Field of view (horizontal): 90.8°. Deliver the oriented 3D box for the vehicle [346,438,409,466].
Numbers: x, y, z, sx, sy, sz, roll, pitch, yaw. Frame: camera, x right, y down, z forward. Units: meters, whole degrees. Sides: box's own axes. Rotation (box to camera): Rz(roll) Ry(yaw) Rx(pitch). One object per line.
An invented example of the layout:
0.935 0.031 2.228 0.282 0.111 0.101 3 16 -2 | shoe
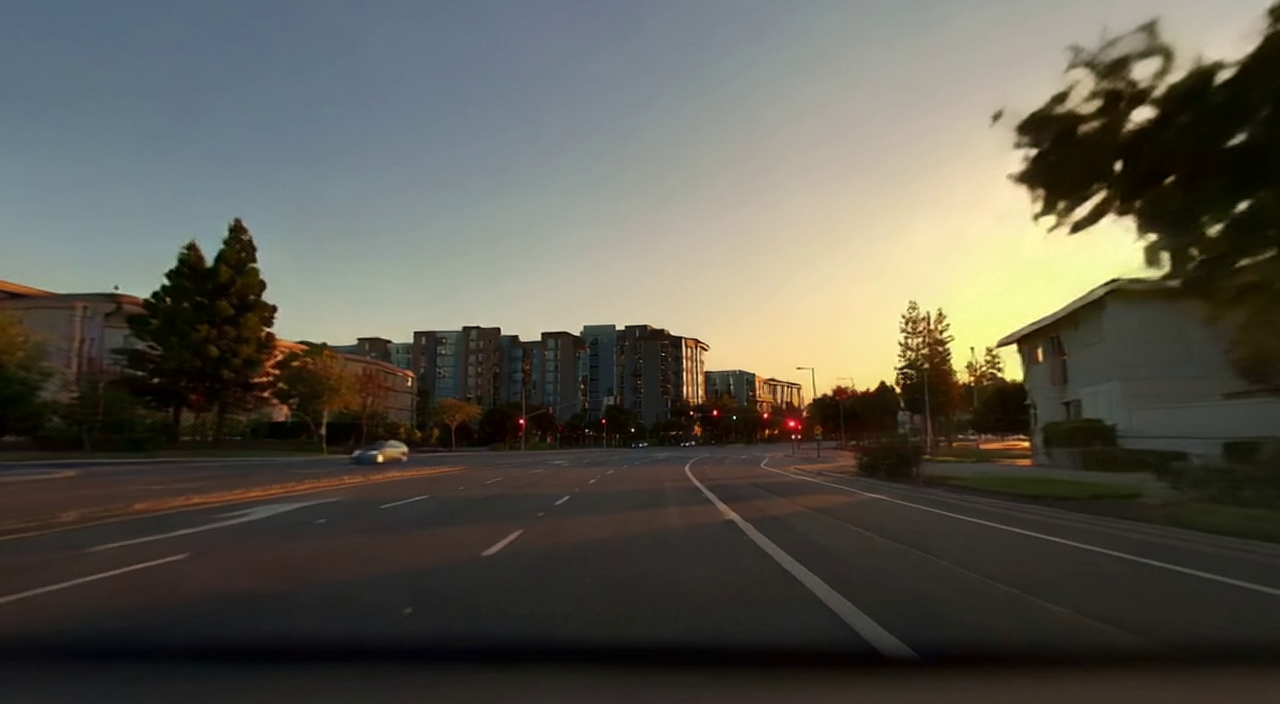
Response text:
-17.513 6.686 42.443 1.974 1.778 4.391 -1 -8 6 | vehicle
